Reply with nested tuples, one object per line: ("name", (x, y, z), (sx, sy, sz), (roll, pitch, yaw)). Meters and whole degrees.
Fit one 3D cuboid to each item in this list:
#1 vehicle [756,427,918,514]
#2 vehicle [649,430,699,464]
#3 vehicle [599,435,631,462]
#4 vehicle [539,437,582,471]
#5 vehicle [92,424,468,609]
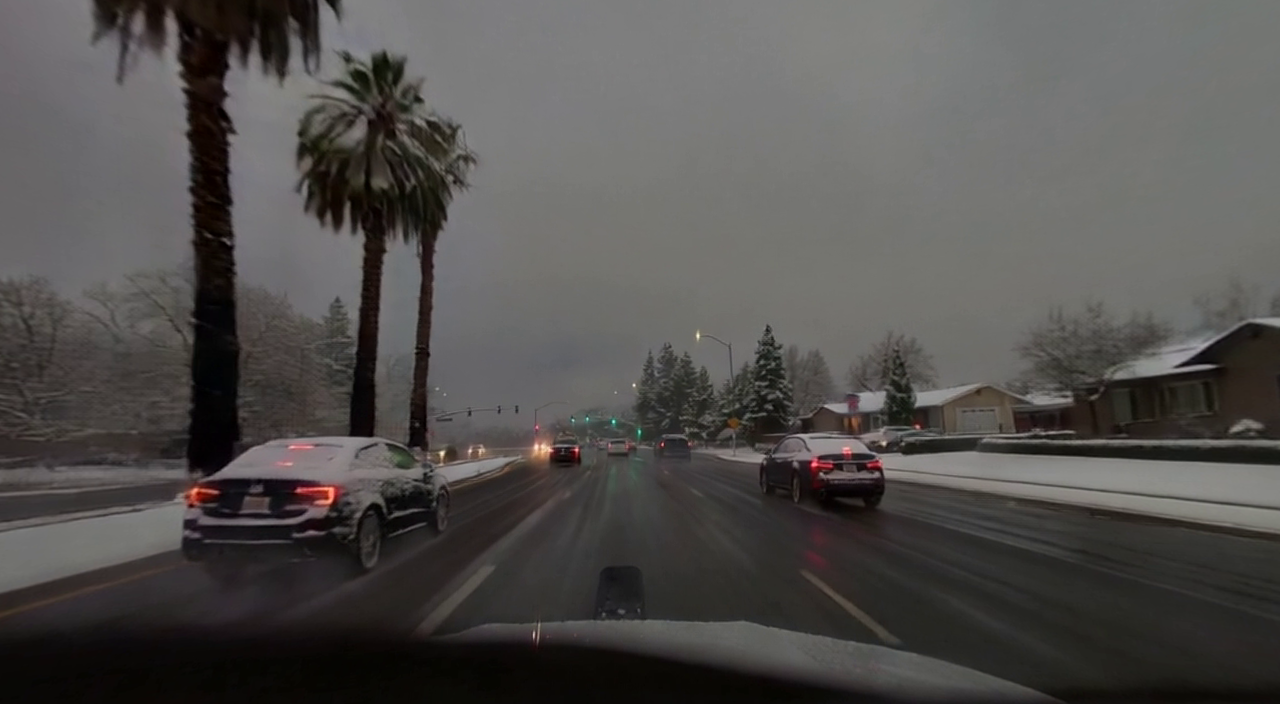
("vehicle", (3.841, 2.380, 13.163), (1.870, 1.491, 4.009), (0, -8, -3))
("vehicle", (2.050, 5.985, 39.725), (2.391, 1.960, 5.600), (0, -8, -4))
("vehicle", (-1.939, 7.257, 47.599), (2.164, 1.867, 4.254), (0, -8, -5))
("vehicle", (-4.043, 5.242, 32.619), (1.922, 1.577, 4.140), (0, -8, -4))
("vehicle", (-3.505, 1.651, 7.303), (1.924, 1.473, 4.200), (0, -8, -1))
